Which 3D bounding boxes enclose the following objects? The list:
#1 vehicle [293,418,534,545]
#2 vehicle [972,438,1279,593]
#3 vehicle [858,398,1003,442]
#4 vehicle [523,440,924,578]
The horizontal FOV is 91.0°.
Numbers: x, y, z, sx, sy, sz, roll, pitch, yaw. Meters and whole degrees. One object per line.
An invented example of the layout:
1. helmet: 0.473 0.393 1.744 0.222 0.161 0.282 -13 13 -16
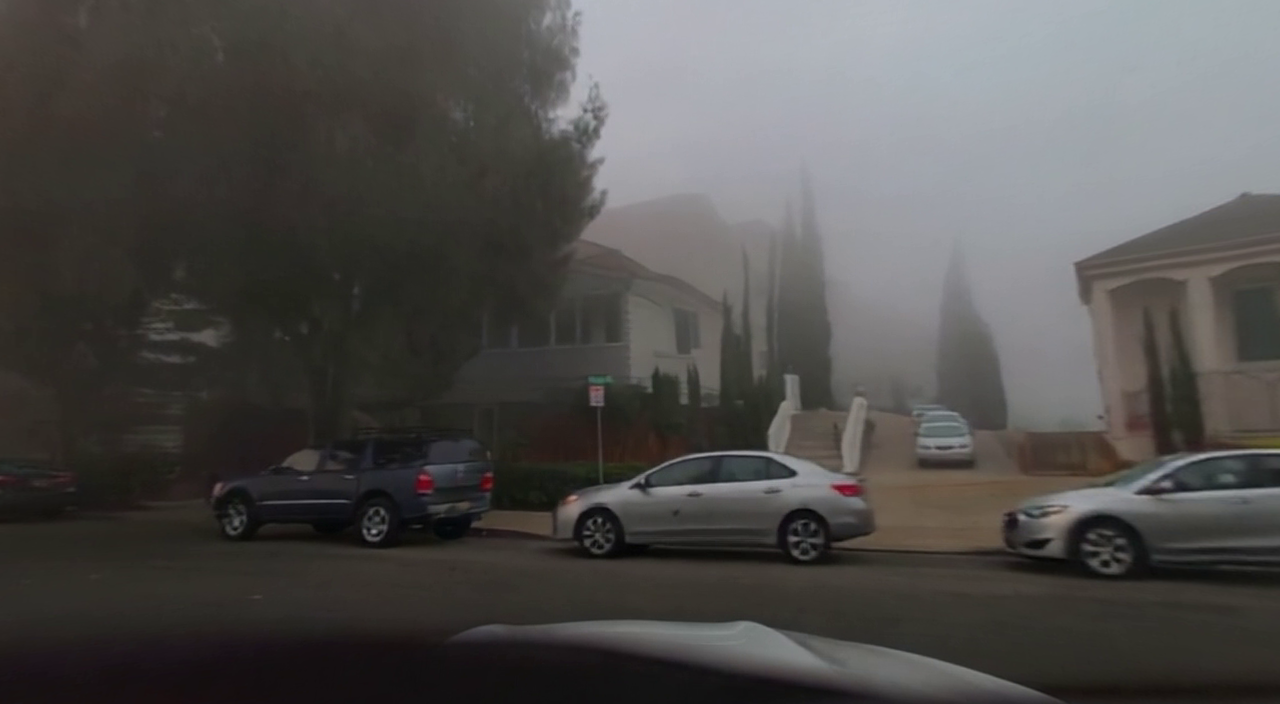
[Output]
1. vehicle: -4.087 2.358 12.404 2.046 1.969 4.585 -3 -8 18
2. vehicle: 6.552 1.759 7.077 4.663 1.452 1.801 -1 -8 17
3. vehicle: 10.495 2.501 23.102 4.565 1.479 1.775 -1 -8 15
4. vehicle: 1.111 2.047 8.911 5.075 1.436 1.863 -1 -8 17
